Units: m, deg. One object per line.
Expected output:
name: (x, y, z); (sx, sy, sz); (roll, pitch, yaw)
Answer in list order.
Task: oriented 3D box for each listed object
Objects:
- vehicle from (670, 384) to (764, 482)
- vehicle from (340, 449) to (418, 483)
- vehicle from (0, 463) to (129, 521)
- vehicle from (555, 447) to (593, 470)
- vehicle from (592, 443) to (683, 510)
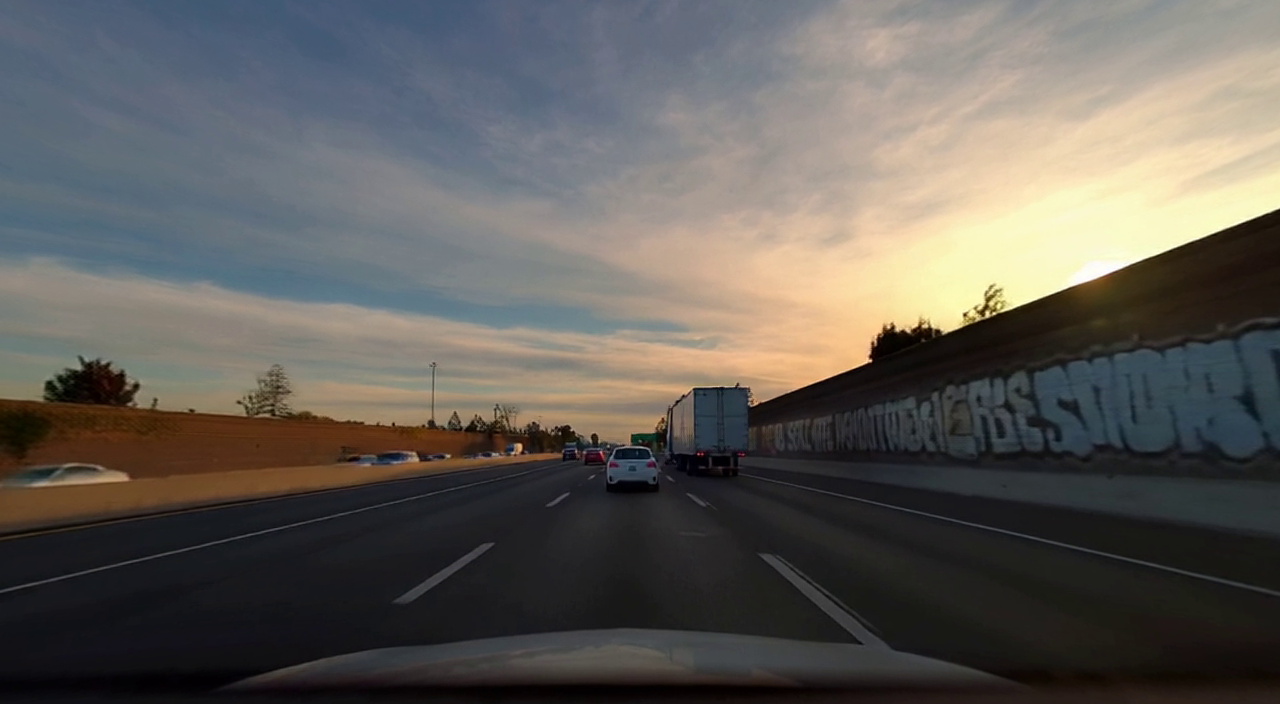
vehicle: (3.544, 4.437, 33.365); (2.902, 4.014, 14.446); (0, -9, -1)
vehicle: (-12.656, 5.532, 30.860); (1.927, 1.477, 4.508); (0, -9, 0)
vehicle: (-18.043, 4.124, 18.809); (1.738, 1.426, 4.342); (-1, -9, 2)
vehicle: (-4.395, 7.196, 42.713); (2.067, 1.481, 4.085); (-1, -9, 1)
vehicle: (-0.096, 3.111, 16.248); (2.033, 1.468, 4.015); (0, -9, -1)
